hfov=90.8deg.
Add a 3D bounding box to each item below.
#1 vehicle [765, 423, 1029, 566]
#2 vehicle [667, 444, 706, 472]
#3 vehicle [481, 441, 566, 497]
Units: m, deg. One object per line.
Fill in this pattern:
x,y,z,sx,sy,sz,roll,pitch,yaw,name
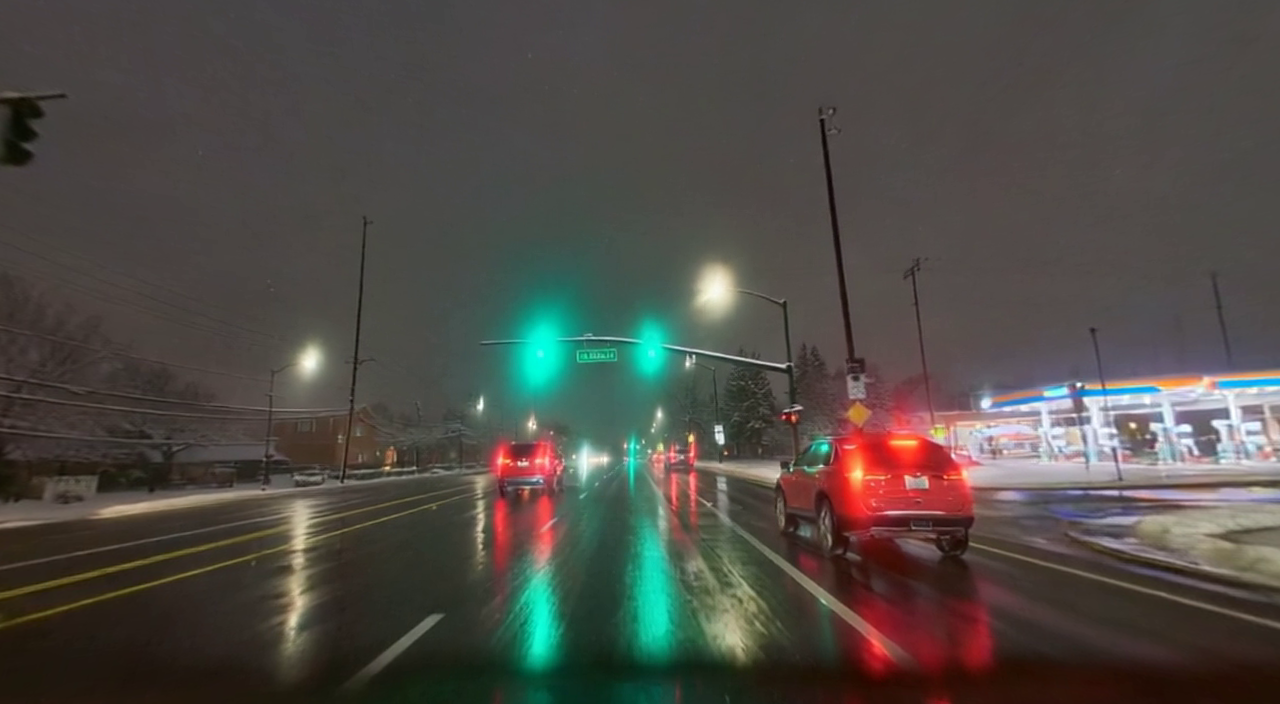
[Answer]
3.461,2.004,9.690,2.085,1.655,4.459,0,-9,-1,vehicle
2.960,6.897,41.298,2.066,1.699,4.419,0,-9,-2,vehicle
-3.610,3.702,20.399,1.935,1.617,4.045,0,-9,1,vehicle
